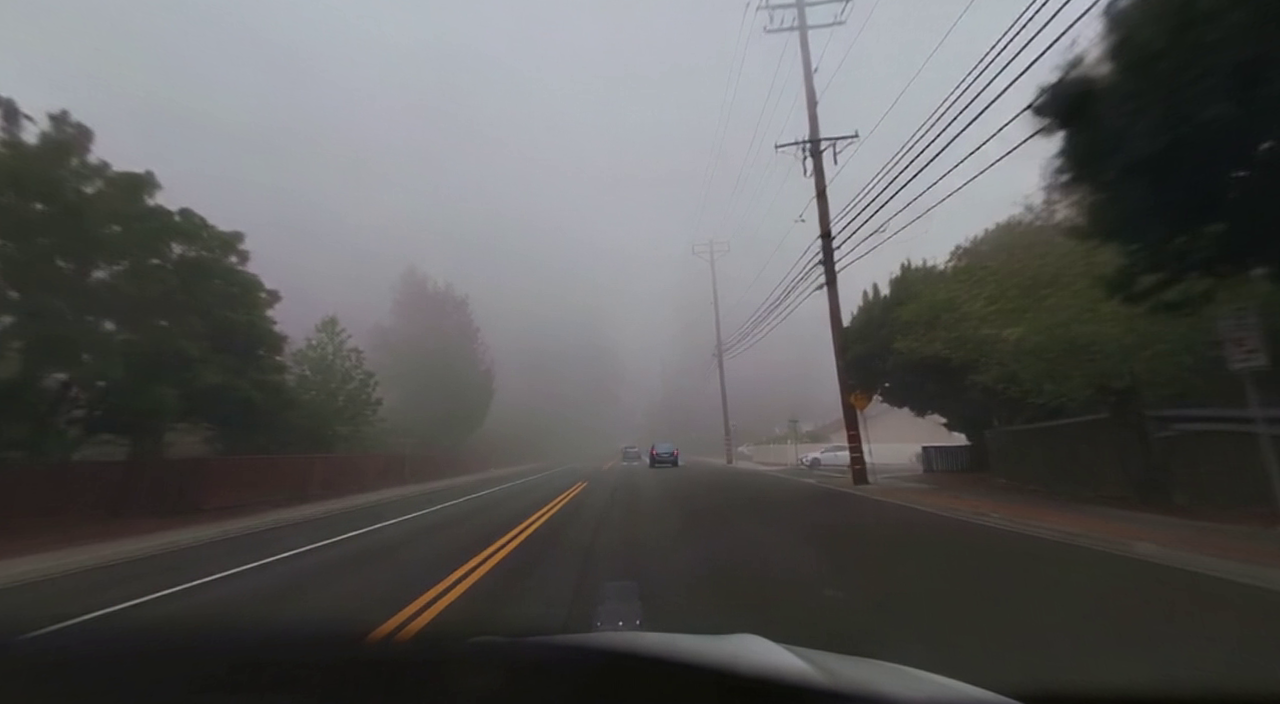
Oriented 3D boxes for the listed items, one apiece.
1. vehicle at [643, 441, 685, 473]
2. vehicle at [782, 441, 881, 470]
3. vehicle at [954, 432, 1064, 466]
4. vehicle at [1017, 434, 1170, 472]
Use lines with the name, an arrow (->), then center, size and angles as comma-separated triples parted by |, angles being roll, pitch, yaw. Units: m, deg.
vehicle -> 1.167, 5.319, 32.269 | 1.975, 1.497, 3.647 | 0, -9, 0
vehicle -> 9.941, 5.396, 33.094 | 4.511, 1.473, 1.962 | 0, -8, -2
vehicle -> 19.571, 5.185, 33.696 | 4.566, 1.691, 1.996 | 0, -9, 0
vehicle -> 19.303, 4.327, 27.063 | 4.869, 1.477, 2.076 | -1, -9, 2
